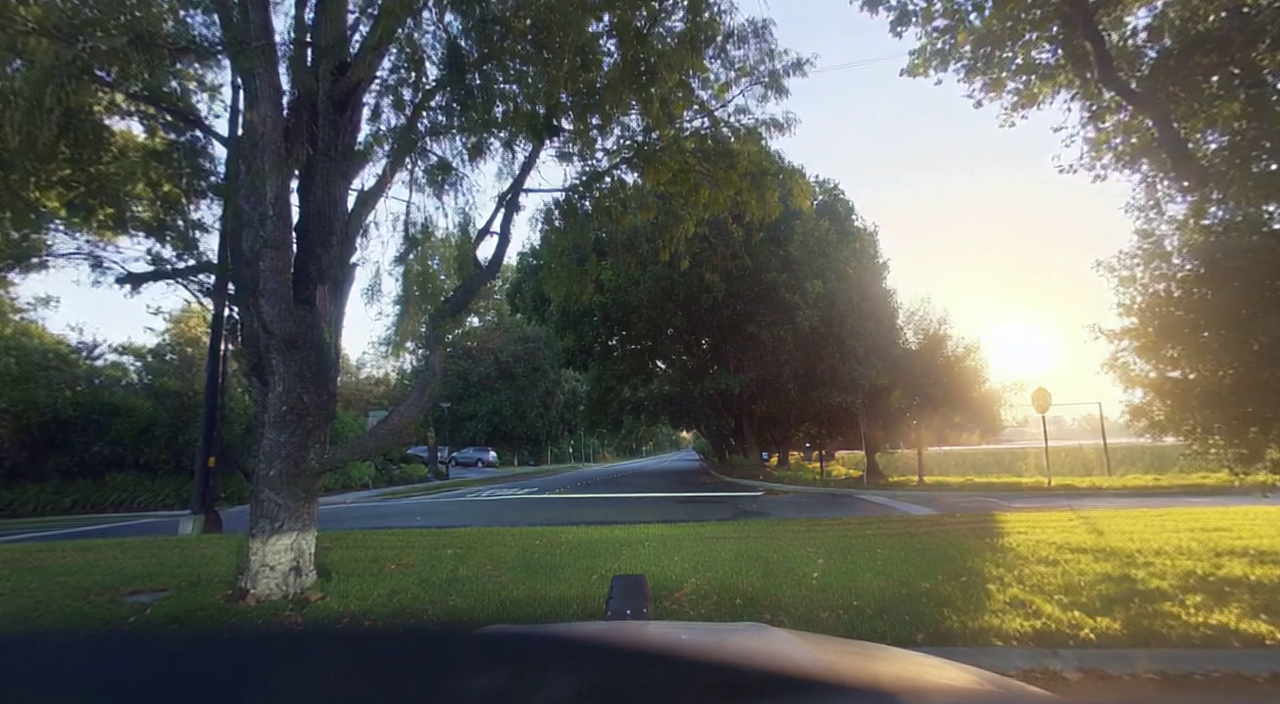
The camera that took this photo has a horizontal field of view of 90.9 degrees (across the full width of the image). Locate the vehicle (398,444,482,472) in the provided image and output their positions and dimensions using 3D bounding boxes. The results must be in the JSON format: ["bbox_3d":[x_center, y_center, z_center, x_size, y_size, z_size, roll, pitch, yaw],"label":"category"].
[{"bbox_3d":[-12.669,6.726,40.070,4.590,1.735,1.973,-1,-8,3],"label":"vehicle"}]
